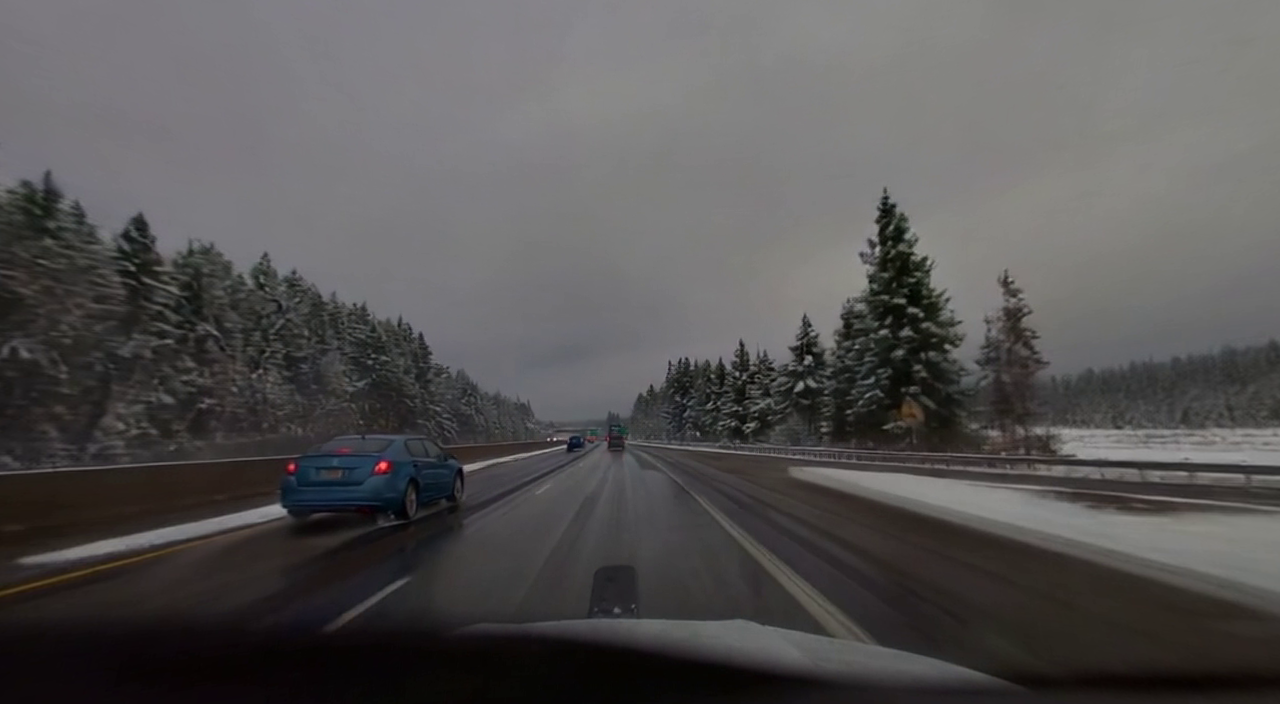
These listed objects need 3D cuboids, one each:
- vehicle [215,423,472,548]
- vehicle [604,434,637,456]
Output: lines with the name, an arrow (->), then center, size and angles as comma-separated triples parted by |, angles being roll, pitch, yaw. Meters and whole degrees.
vehicle -> -4.092, 1.876, 9.634 | 1.958, 1.477, 4.121 | 0, -8, -1
vehicle -> -1.358, 6.532, 44.357 | 2.162, 1.460, 4.242 | 0, -8, -2
